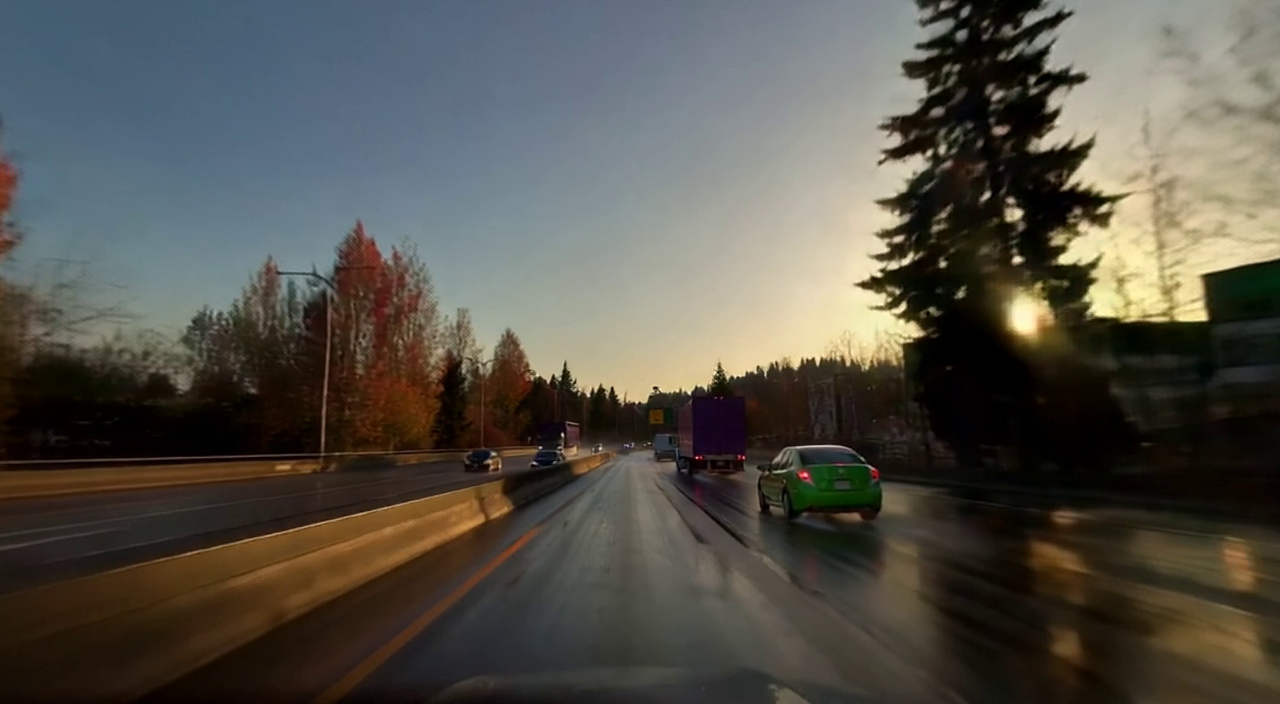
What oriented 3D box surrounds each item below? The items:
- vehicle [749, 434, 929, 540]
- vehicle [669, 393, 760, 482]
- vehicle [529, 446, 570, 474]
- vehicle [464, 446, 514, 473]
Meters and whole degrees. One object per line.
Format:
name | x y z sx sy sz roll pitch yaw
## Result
vehicle | 3.342 2.334 11.421 1.971 1.558 3.834 0 -9 0
vehicle | 3.308 4.516 32.383 2.916 3.563 14.462 0 -9 0
vehicle | -5.310 6.392 37.218 1.817 1.539 3.879 -1 -9 1
vehicle | -9.200 6.594 38.541 1.903 1.521 4.161 -1 -9 2
